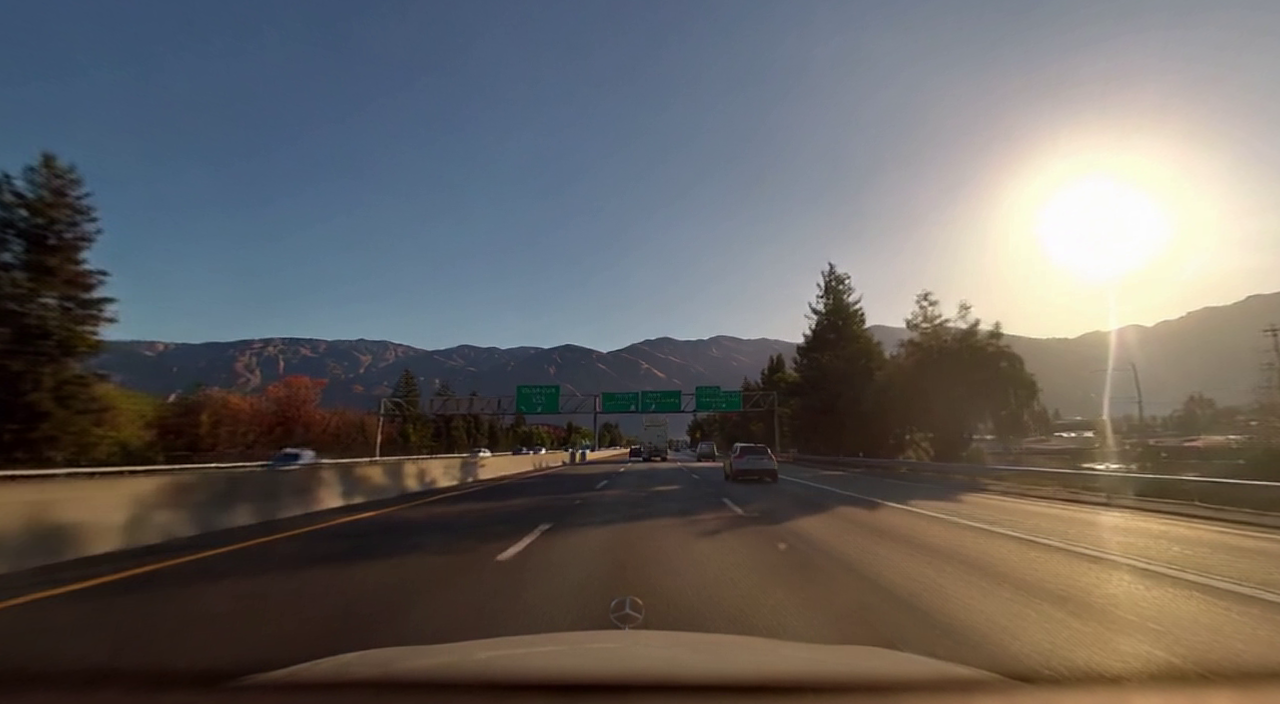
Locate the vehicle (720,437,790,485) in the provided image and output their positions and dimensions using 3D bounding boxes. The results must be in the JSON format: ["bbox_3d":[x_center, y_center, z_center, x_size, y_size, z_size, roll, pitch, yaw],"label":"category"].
[{"bbox_3d":[4.178,4.033,23.546,1.880,1.624,3.941,0,-9,0],"label":"vehicle"}]

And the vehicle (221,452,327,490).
[{"bbox_3d":[-15.933,5.190,27.750,1.974,1.488,4.325,0,-9,1],"label":"vehicle"}]
